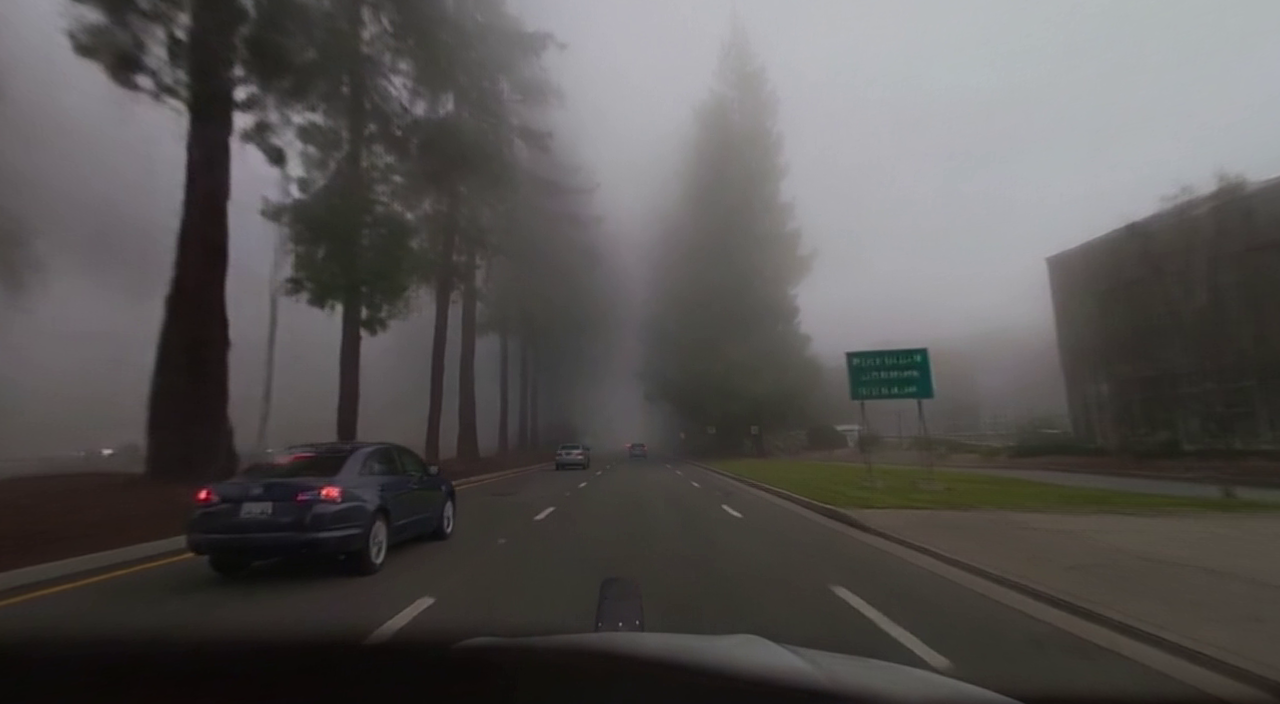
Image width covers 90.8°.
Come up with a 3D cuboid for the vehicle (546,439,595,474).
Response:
[{"bbox_3d":[-3.355,5.121,31.285,1.942,1.588,4.172,0,-8,1],"label":"vehicle"}]

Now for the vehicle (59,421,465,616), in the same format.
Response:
[{"bbox_3d":[-3.524,1.611,7.110,1.862,1.478,4.369,0,-8,0],"label":"vehicle"}]
